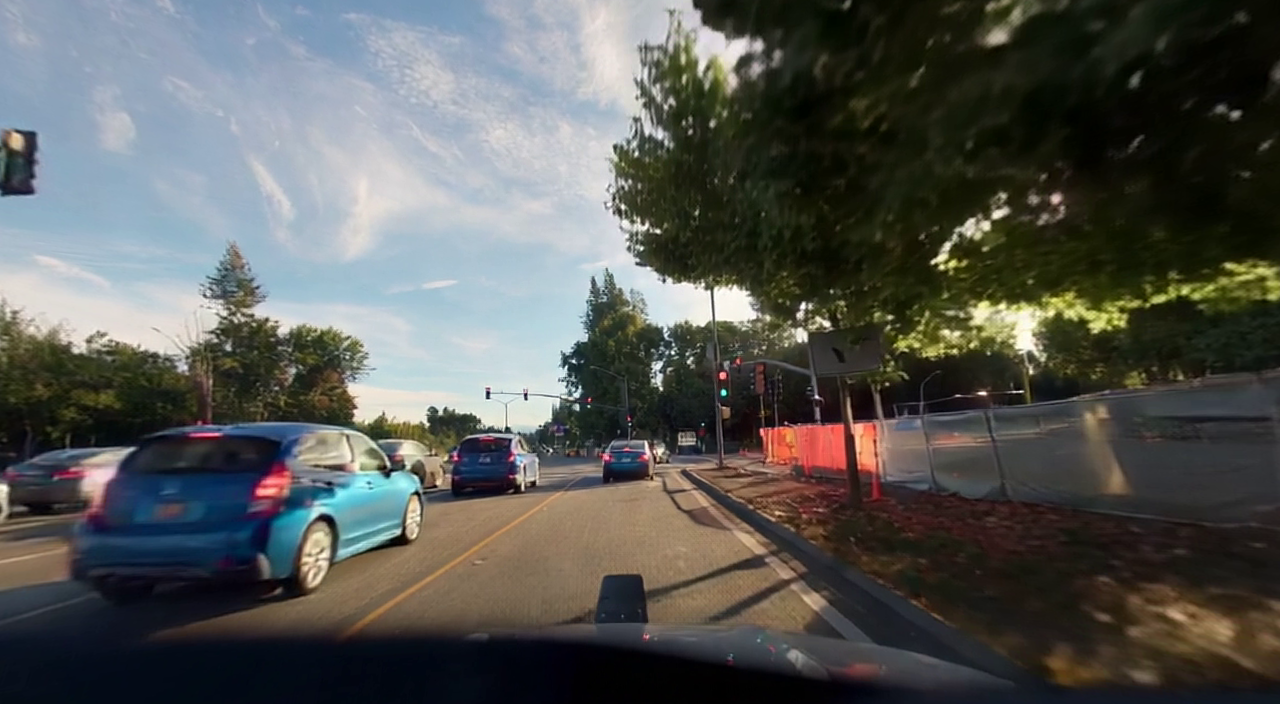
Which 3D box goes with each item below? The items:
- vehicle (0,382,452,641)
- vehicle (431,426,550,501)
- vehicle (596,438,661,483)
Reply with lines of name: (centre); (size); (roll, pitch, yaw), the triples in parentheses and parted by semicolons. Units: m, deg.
vehicle: (-4.010, 1.561, 7.220); (2.236, 1.886, 4.792); (-2, -9, 0)
vehicle: (-4.136, 3.195, 18.493); (2.240, 1.844, 5.043); (0, -9, 0)
vehicle: (-0.366, 3.992, 23.552); (2.183, 1.506, 4.286); (0, -9, 1)
